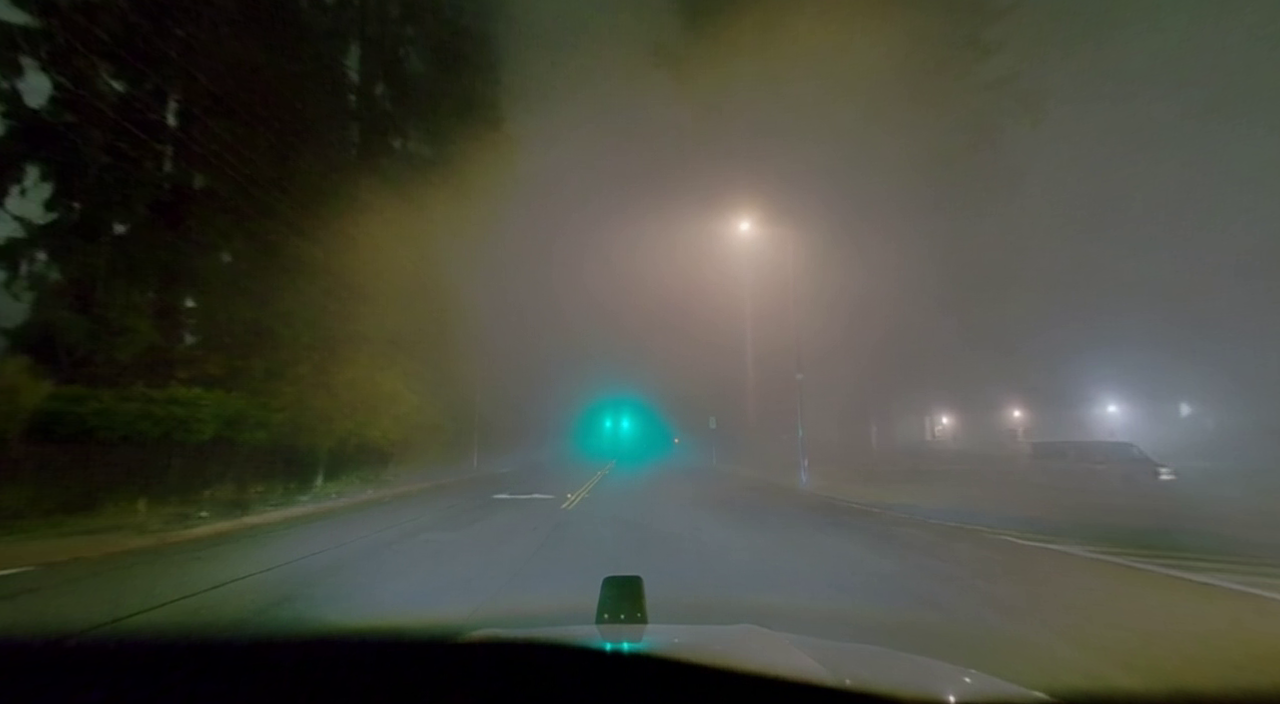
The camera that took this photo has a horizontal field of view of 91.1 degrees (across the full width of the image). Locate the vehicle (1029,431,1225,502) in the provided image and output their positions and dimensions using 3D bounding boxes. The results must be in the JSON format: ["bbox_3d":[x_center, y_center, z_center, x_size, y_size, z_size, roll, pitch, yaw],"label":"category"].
[{"bbox_3d":[10.639,2.458,13.911,3.191,1.365,1.458,-6,-10,38],"label":"vehicle"}]
